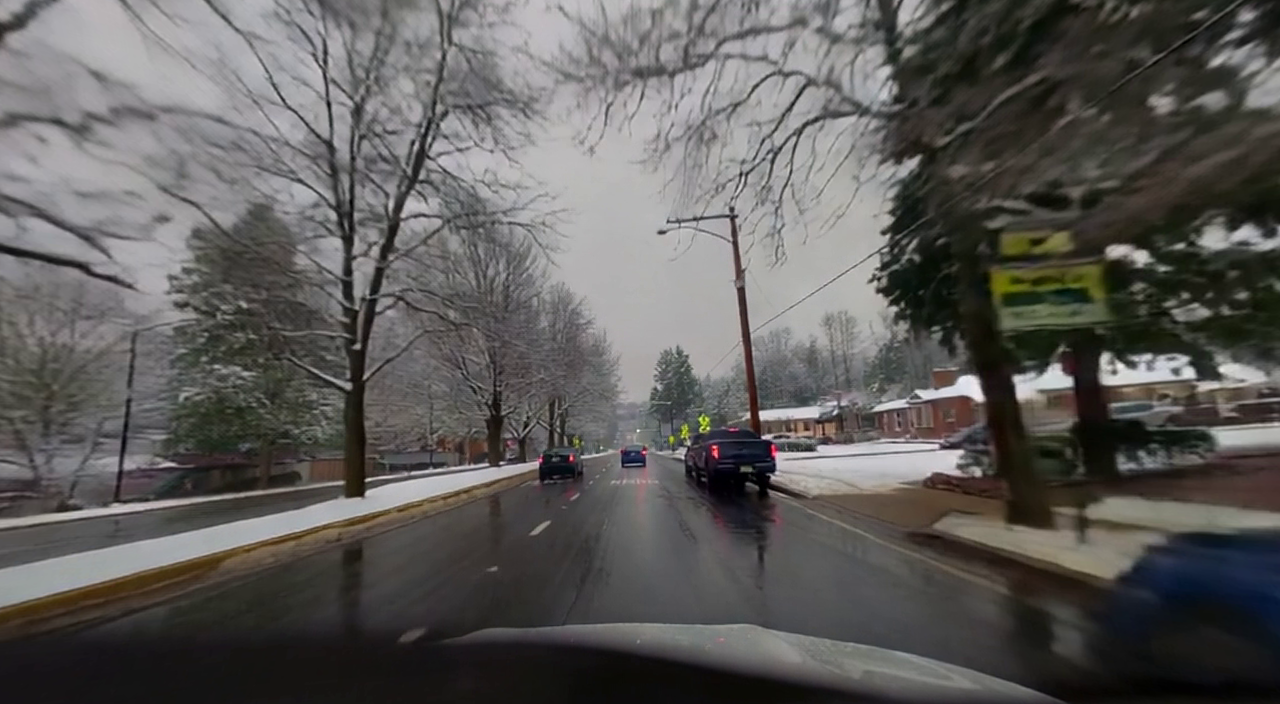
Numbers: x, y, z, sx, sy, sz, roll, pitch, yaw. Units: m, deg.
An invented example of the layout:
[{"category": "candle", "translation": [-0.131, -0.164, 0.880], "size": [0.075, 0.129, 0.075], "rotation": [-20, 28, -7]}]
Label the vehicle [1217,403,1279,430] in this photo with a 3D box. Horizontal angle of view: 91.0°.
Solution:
[{"category": "vehicle", "translation": [39.466, 4.216, 40.655], "size": [1.826, 1.445, 4.549], "rotation": [-9, -11, 26]}]

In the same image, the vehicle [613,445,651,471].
[{"category": "vehicle", "translation": [-0.472, 6.352, 37.860], "size": [2.187, 1.478, 4.138], "rotation": [0, -9, -1]}]

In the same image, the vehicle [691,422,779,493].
[{"category": "vehicle", "translation": [2.961, 3.471, 20.986], "size": [2.072, 2.017, 5.590], "rotation": [0, -9, 0]}]

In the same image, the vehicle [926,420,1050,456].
[{"category": "vehicle", "translation": [15.731, 3.952, 28.723], "size": [1.881, 1.477, 4.617], "rotation": [4, -10, -27]}]

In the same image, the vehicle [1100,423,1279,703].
[{"category": "vehicle", "translation": [3.145, 0.629, 0.314], "size": [2.076, 1.479, 4.754], "rotation": [-4, -9, -2]}]

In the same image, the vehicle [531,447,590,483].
[{"category": "vehicle", "translation": [-3.501, 5.058, 28.545], "size": [2.083, 1.460, 4.527], "rotation": [0, -9, 0]}]

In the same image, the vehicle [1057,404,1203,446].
[{"category": "vehicle", "translation": [21.953, 3.380, 28.466], "size": [2.031, 1.732, 4.653], "rotation": [3, -9, -23]}]
